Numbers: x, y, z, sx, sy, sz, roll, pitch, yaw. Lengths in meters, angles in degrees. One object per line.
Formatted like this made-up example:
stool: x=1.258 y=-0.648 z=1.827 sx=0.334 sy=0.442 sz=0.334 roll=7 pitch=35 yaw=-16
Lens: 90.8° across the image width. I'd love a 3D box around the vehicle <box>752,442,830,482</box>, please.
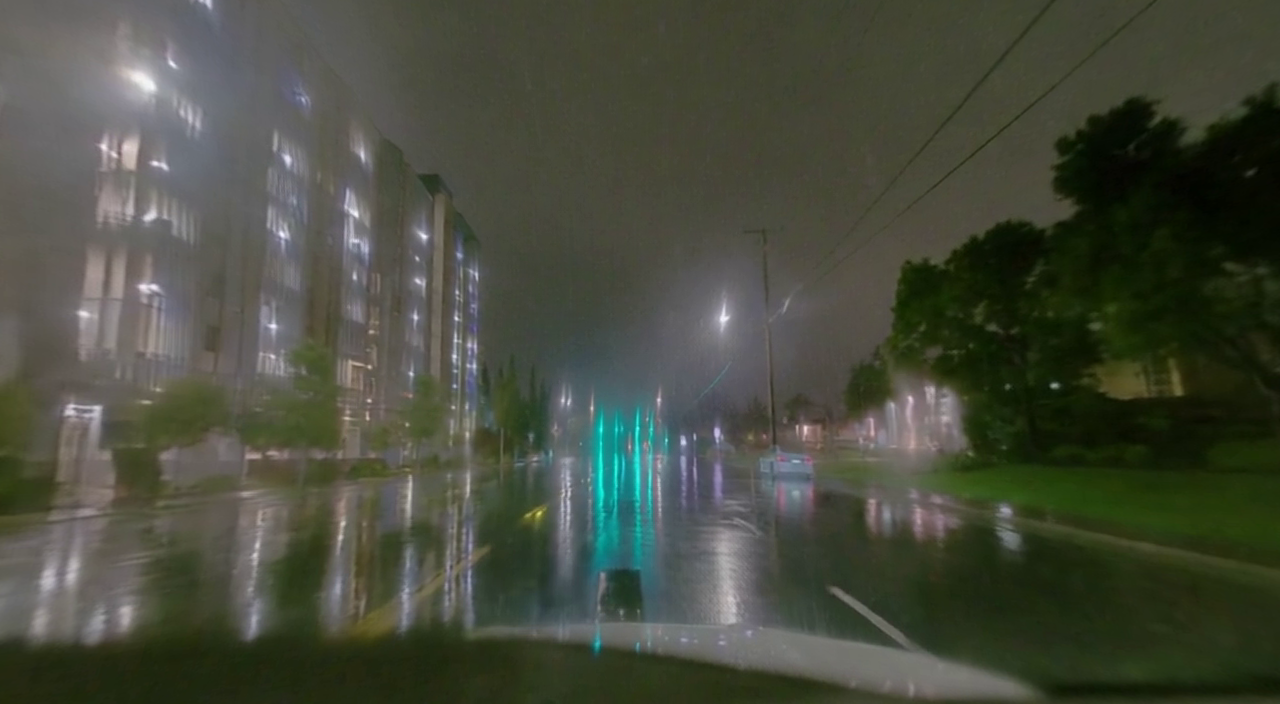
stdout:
vehicle: x=6.283 y=4.632 z=26.850 sx=1.948 sy=1.526 sz=4.518 roll=0 pitch=-9 yaw=-3
